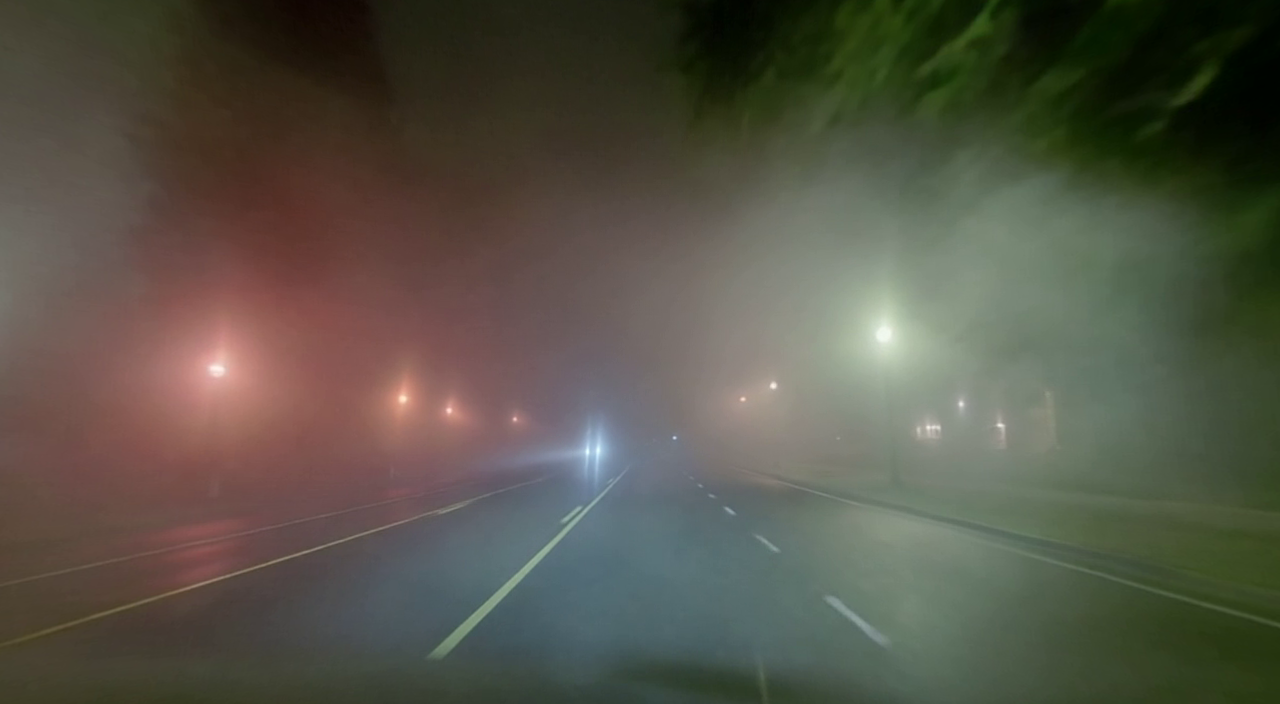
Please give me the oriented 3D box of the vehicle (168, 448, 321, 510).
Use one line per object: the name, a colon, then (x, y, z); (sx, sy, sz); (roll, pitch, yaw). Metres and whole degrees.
vehicle: (-12.519, 3.996, 20.428); (1.921, 1.611, 4.713); (-3, -8, 1)
